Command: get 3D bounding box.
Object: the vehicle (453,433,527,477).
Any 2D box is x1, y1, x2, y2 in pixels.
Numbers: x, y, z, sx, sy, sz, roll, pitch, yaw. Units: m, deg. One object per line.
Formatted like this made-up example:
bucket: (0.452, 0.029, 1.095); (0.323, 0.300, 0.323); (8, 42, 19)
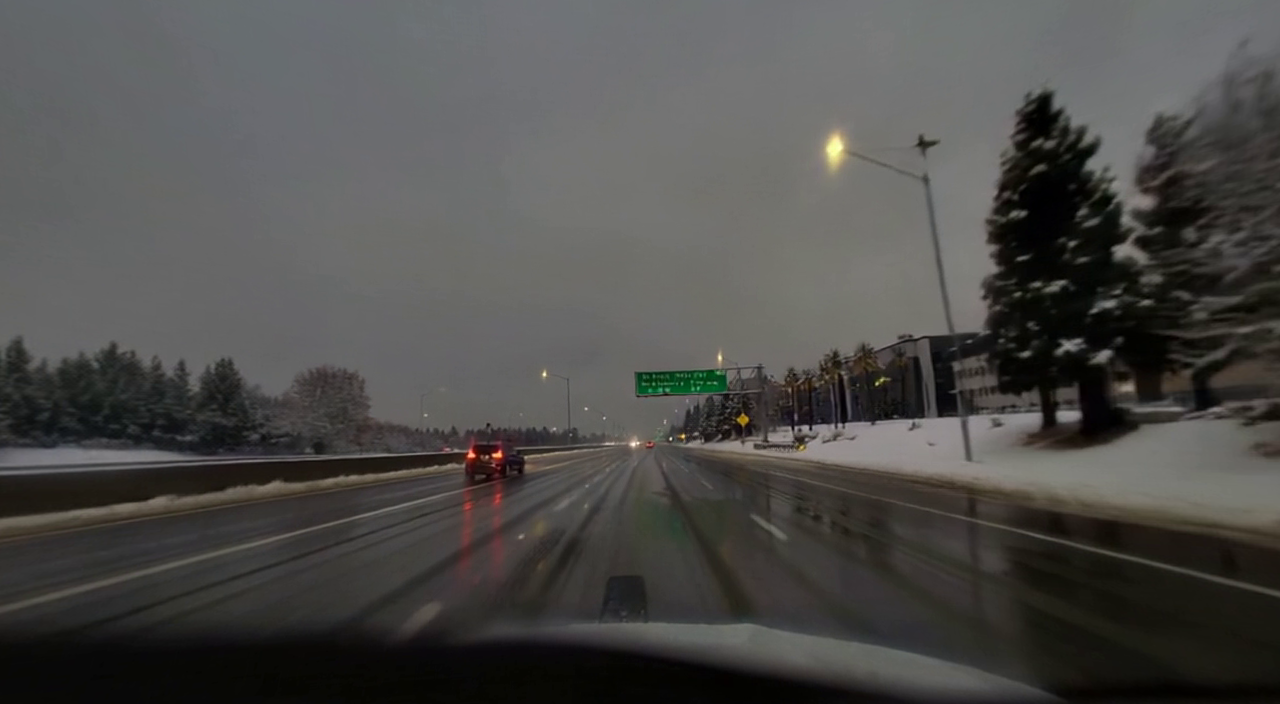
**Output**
vehicle: (-6.696, 4.667, 28.806); (2.145, 1.793, 4.762); (-1, -8, 1)
